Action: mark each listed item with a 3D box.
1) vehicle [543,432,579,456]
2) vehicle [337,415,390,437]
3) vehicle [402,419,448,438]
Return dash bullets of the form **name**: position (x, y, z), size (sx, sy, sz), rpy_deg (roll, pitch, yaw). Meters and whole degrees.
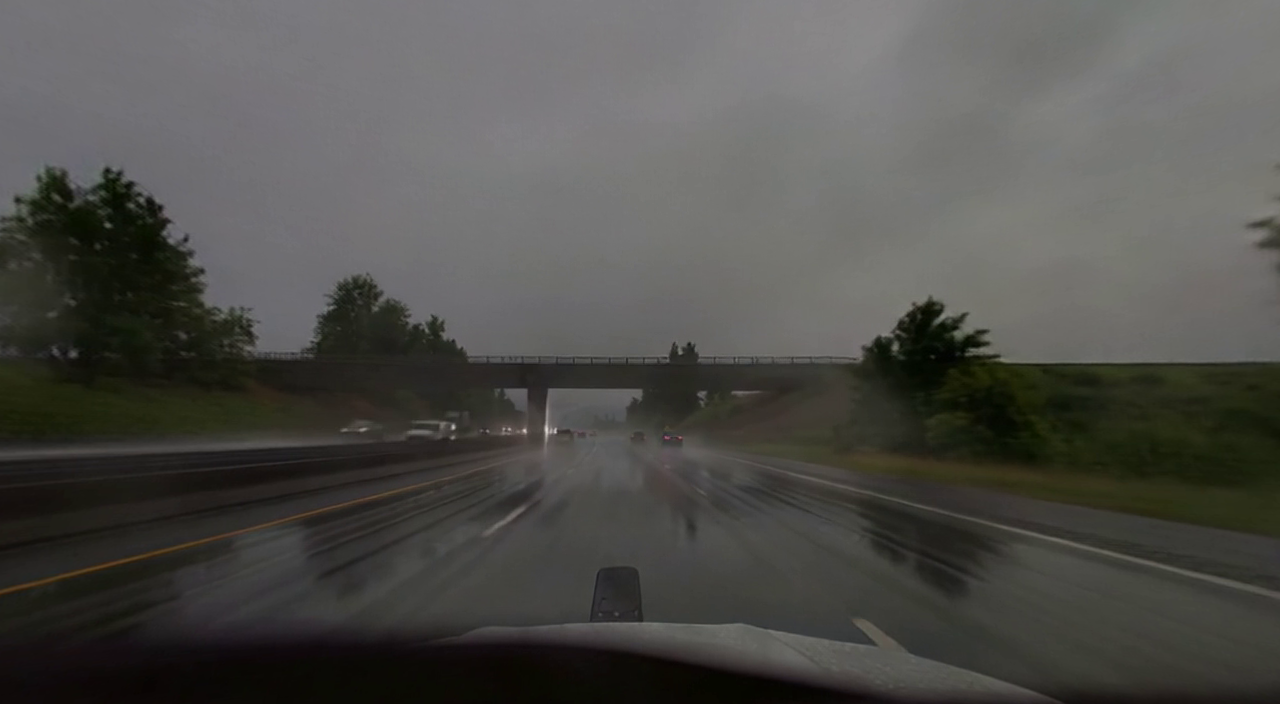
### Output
- **vehicle**: position (-5.063, 5.894, 40.536), size (1.966, 1.460, 3.519), rpy_deg (0, -8, -2)
- **vehicle**: position (-18.194, 4.909, 41.570), size (1.820, 1.390, 4.180), rpy_deg (1, -8, -3)
- **vehicle**: position (-14.438, 5.188, 42.404), size (1.824, 1.200, 4.175), rpy_deg (1, -8, -3)
